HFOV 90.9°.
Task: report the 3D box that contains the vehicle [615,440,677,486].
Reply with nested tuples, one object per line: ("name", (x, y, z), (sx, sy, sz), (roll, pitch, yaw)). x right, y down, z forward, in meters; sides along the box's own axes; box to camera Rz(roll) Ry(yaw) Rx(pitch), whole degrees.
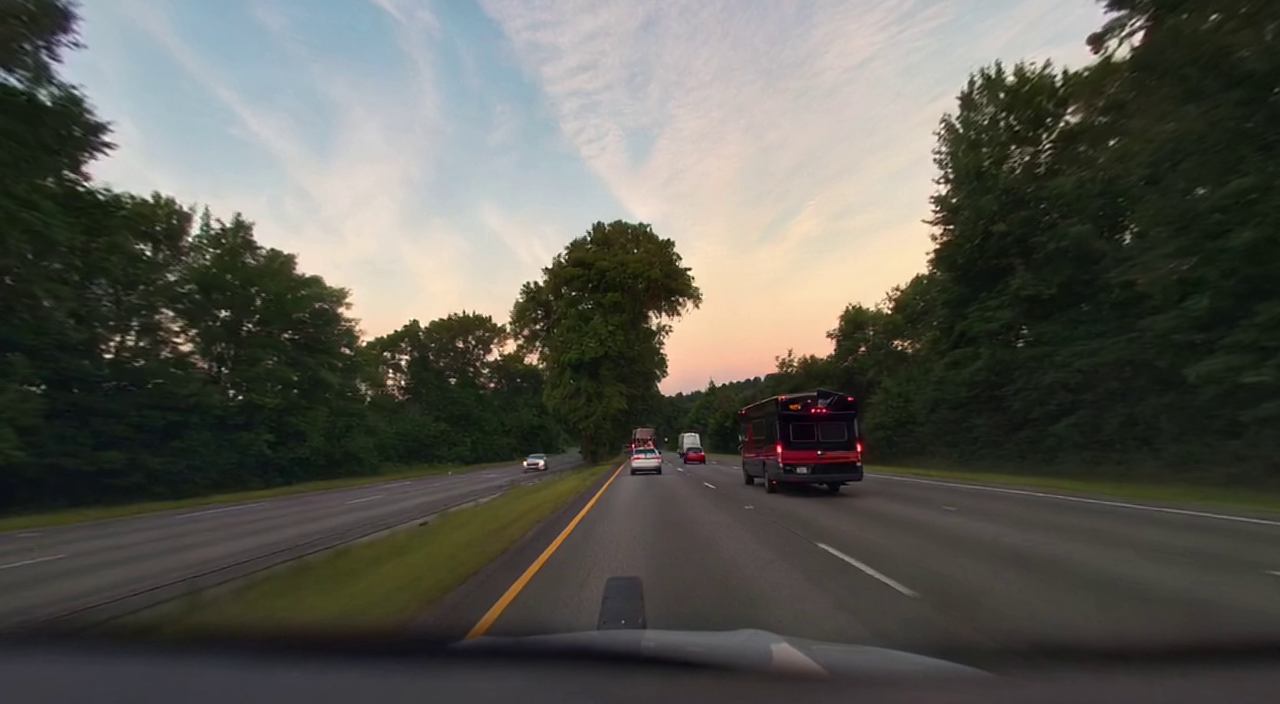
("vehicle", (0.176, 4.131, 23.744), (2.120, 1.575, 4.018), (0, -9, -1))

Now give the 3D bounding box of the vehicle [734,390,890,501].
("vehicle", (4.917, 2.924, 19.631), (2.745, 2.832, 7.035), (0, -9, -1))

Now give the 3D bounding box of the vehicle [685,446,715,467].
("vehicle", (4.319, 7.525, 45.503), (1.757, 1.459, 3.398), (0, -9, -1))
